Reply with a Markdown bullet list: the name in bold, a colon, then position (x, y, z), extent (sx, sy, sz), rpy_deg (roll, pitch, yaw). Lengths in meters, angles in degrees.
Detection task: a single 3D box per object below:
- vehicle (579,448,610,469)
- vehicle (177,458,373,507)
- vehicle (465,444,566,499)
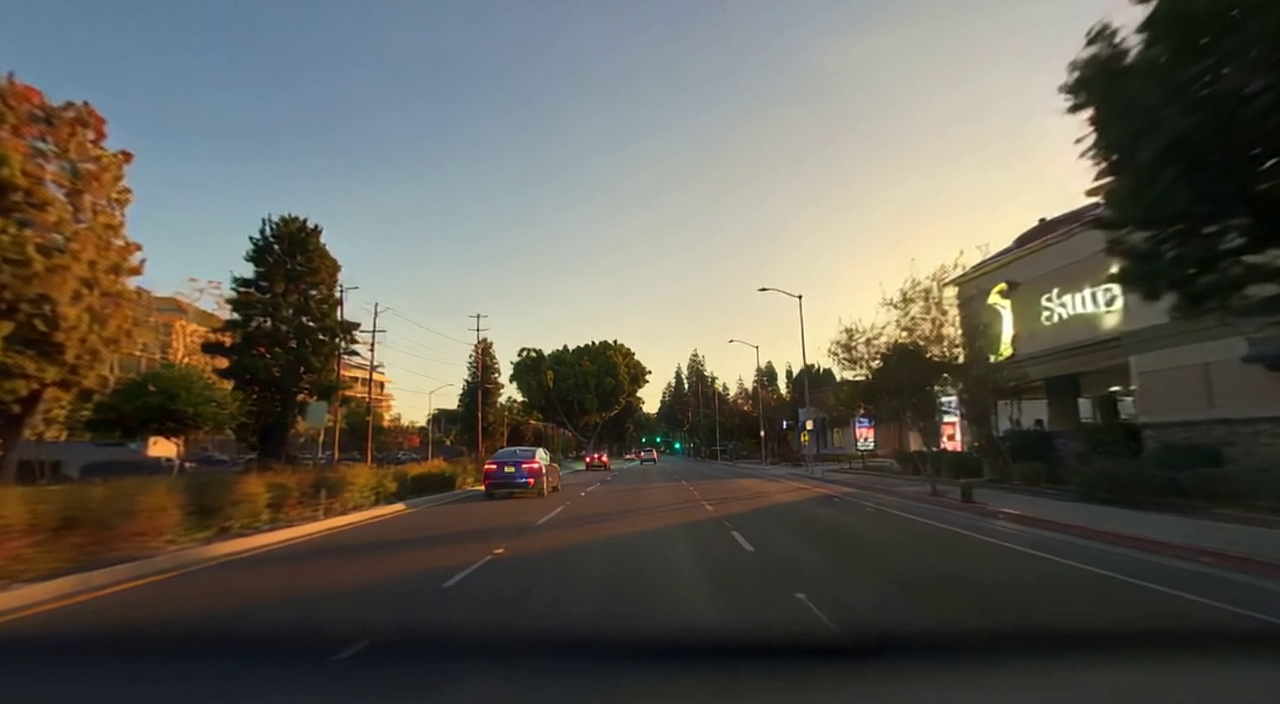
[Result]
- **vehicle**: position (-3.500, 8.257, 48.991), extent (2.039, 1.479, 4.257), rpy_deg (0, -9, 1)
- **vehicle**: position (-7.976, 2.871, 14.161), extent (2.700, 0.905, 2.928), rpy_deg (0, -9, -2)
- **vehicle**: position (-3.560, 3.496, 18.868), extent (2.076, 1.444, 4.328), rpy_deg (0, -9, 1)
